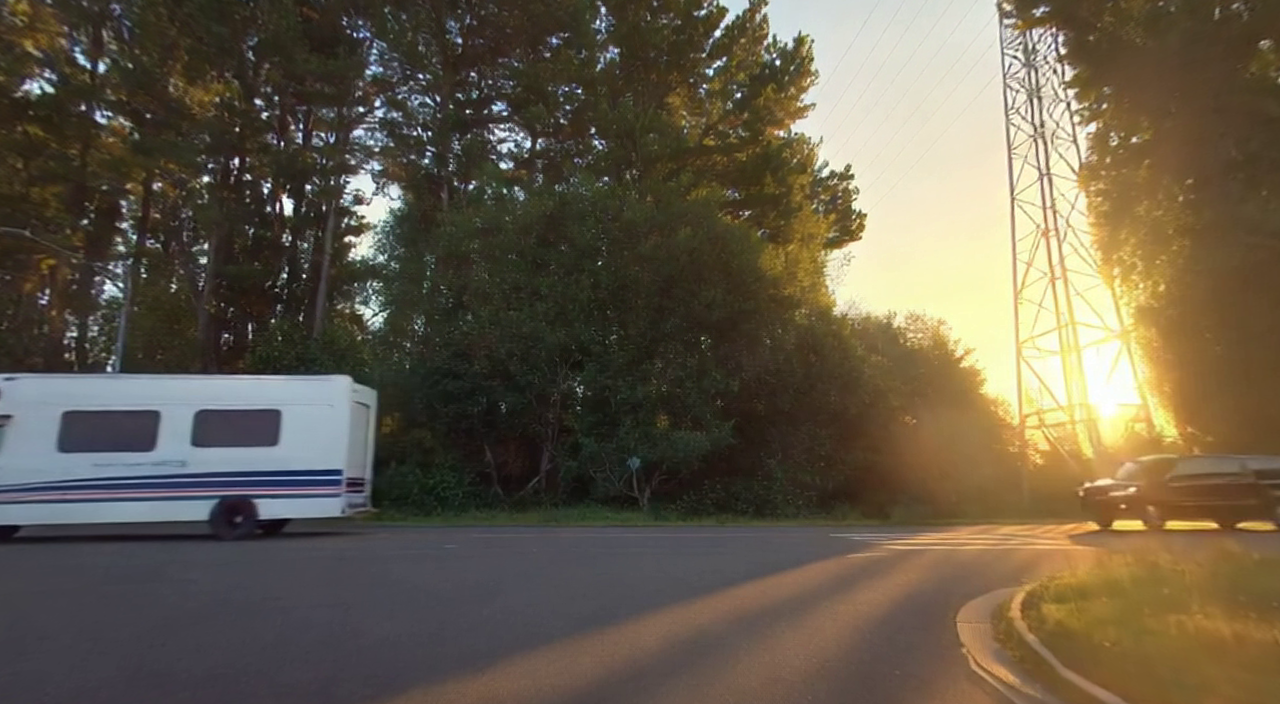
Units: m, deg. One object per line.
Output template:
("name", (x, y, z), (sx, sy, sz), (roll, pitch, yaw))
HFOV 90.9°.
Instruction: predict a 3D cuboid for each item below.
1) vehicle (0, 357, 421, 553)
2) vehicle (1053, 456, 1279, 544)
("vehicle", (-8.743, 1.886, 11.834), (8.152, 3.185, 2.776), (0, -9, -3))
("vehicle", (10.749, 2.791, 12.200), (4.092, 1.486, 1.973), (0, -9, -2))
